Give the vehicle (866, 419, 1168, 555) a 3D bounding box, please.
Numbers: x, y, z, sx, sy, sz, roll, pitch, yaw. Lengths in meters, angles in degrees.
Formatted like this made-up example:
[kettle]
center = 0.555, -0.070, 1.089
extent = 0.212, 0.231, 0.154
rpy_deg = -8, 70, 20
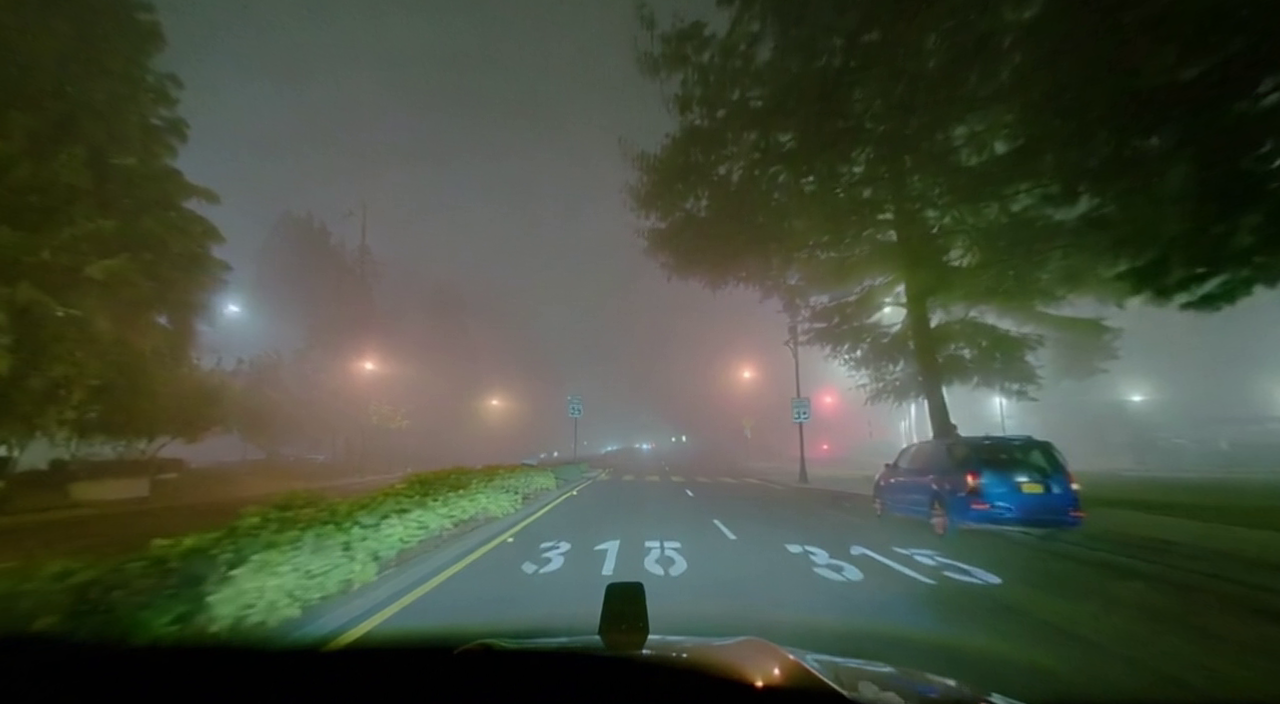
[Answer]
[vehicle]
center = 6.071, 2.227, 11.242
extent = 2.104, 1.826, 5.301
rpy_deg = 0, -9, 0
